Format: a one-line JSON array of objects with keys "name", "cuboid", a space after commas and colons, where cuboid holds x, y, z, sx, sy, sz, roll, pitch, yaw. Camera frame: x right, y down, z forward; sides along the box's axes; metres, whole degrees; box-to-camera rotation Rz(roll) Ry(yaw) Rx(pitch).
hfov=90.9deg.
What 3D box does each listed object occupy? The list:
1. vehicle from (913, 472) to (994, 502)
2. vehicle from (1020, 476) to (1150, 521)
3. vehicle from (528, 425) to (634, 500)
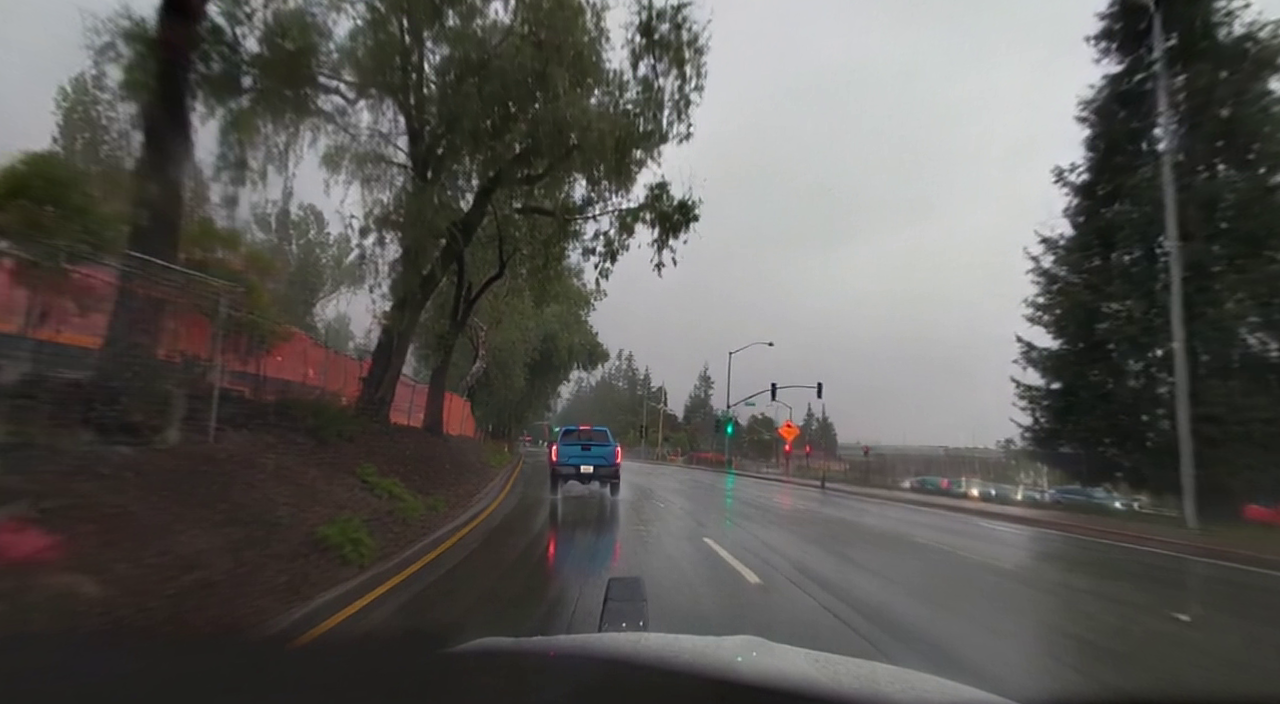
[{"name": "vehicle", "cuboid": [17.851, 7.711, 36.129, 1.808, 1.467, 4.360, 3, -10, -11]}, {"name": "vehicle", "cuboid": [19.100, 6.290, 27.383, 1.884, 1.622, 4.485, 3, -10, -10]}, {"name": "vehicle", "cuboid": [-1.565, 2.935, 17.243, 2.436, 1.698, 5.322, 0, -8, -4]}]
